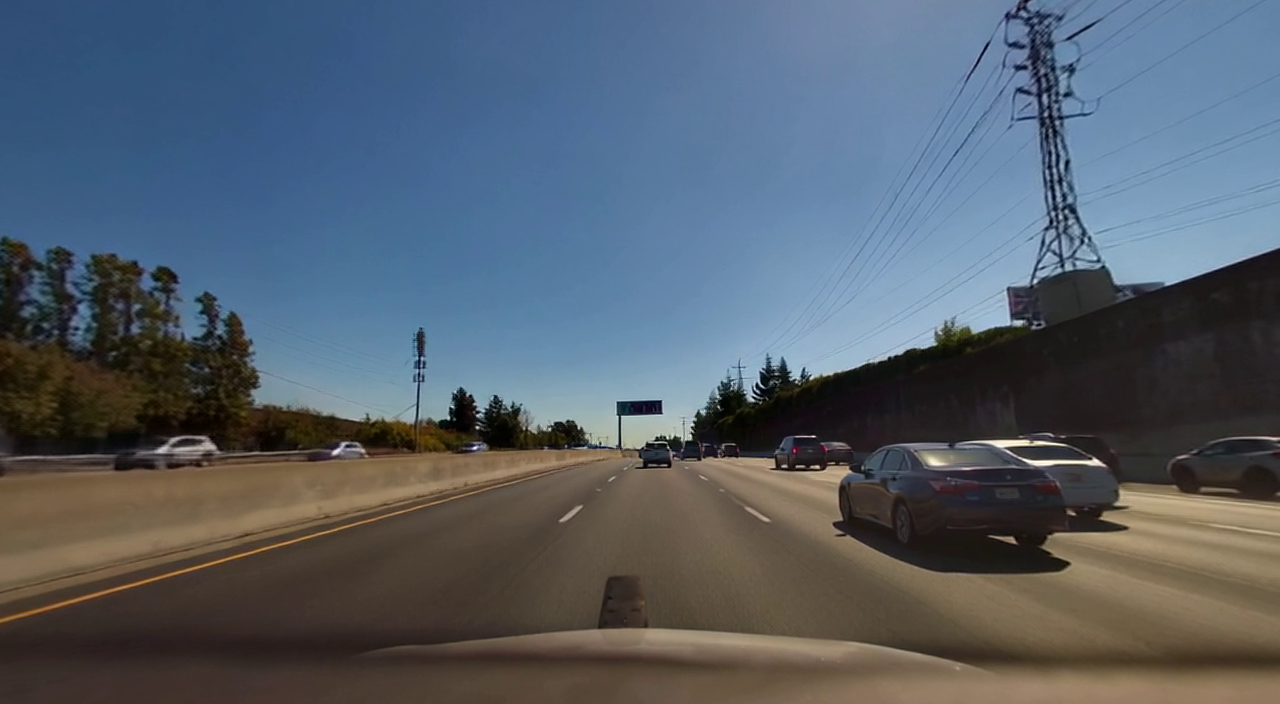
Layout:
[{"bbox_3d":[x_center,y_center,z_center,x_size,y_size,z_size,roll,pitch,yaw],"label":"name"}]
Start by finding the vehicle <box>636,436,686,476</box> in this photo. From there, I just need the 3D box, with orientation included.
[{"bbox_3d":[0.896,4.529,27.680,2.042,1.581,3.769,0,-8,1],"label":"vehicle"}]

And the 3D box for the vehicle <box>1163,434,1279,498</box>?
[{"bbox_3d":[15.919,2.804,15.705,1.841,1.471,4.606,0,-8,0],"label":"vehicle"}]

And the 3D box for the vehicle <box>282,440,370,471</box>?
[{"bbox_3d":[-16.407,5.431,33.258,2.041,1.480,4.759,0,-8,2],"label":"vehicle"}]

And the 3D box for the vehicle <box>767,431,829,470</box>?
[{"bbox_3d":[8.078,5.089,32.750,2.041,1.821,4.562,0,-8,0],"label":"vehicle"}]

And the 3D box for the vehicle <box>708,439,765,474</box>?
[{"bbox_3d":[4.264,4.694,28.574,1.936,1.465,4.060,0,-8,0],"label":"vehicle"}]

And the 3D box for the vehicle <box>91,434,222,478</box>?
[{"bbox_3d":[-20.639,4.450,27.229,1.911,1.690,4.620,0,-8,1],"label":"vehicle"}]

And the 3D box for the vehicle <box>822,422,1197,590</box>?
[{"bbox_3d":[3.919,1.690,7.855,1.986,1.478,4.429,0,-8,0],"label":"vehicle"}]
